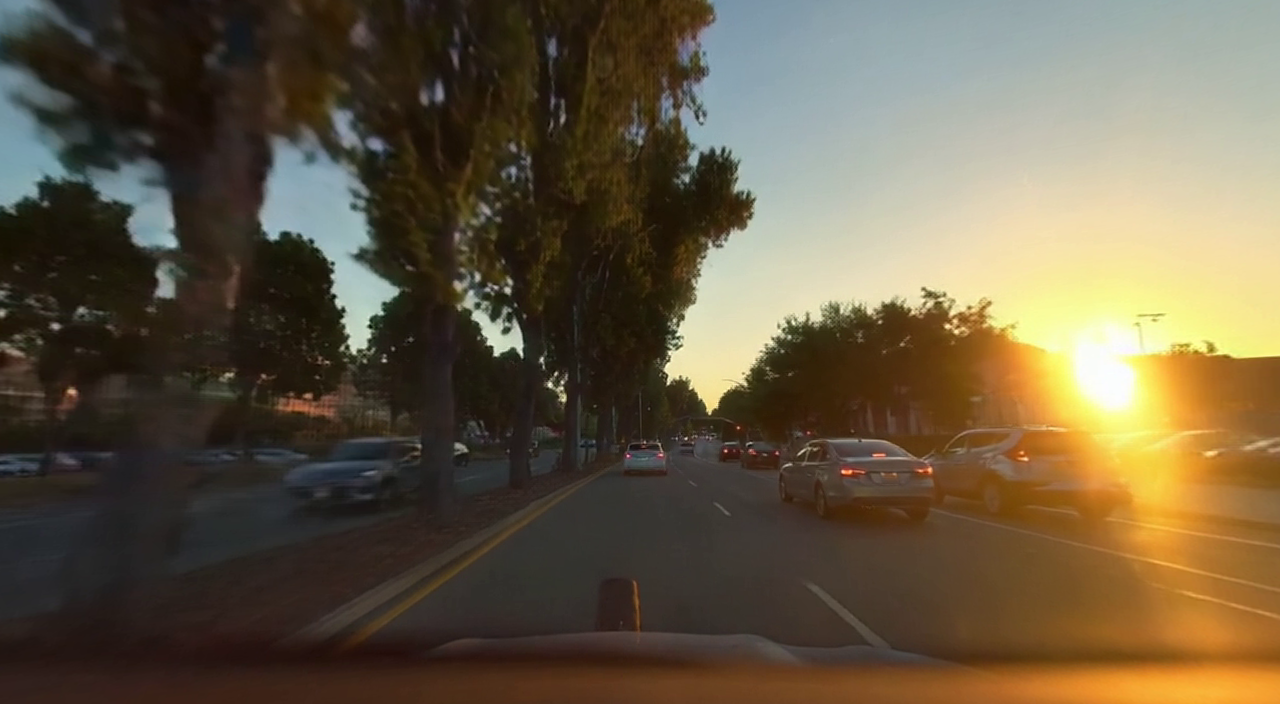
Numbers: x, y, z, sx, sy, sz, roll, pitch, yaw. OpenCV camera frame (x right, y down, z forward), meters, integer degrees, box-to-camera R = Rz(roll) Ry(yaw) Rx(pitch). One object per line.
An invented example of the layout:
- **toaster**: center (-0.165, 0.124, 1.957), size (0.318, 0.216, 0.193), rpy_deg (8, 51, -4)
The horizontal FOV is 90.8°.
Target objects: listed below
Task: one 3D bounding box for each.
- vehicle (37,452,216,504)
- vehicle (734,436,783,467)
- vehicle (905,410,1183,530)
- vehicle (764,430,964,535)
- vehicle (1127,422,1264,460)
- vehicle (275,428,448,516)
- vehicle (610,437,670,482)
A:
- **vehicle**: center (-16.861, 4.110, 21.155), size (1.982, 1.481, 4.706), rpy_deg (0, -9, 1)
- **vehicle**: center (7.255, 6.144, 39.116), size (2.068, 1.779, 4.567), rpy_deg (0, -9, -1)
- **vehicle**: center (7.147, 2.146, 11.997), size (2.134, 1.810, 4.590), rpy_deg (0, -9, -1)
- **vehicle**: center (3.571, 2.152, 11.045), size (1.858, 1.466, 4.230), rpy_deg (0, -9, -1)
- **vehicle**: center (32.803, 5.291, 37.466), size (5.507, 1.925, 2.533), rpy_deg (-3, -9, 2)
- **vehicle**: center (-5.699, 2.487, 13.542), size (1.887, 1.582, 3.915), rpy_deg (0, -9, 0)
- **vehicle**: center (0.011, 3.871, 22.991), size (1.994, 1.479, 3.647), rpy_deg (0, -9, 0)
